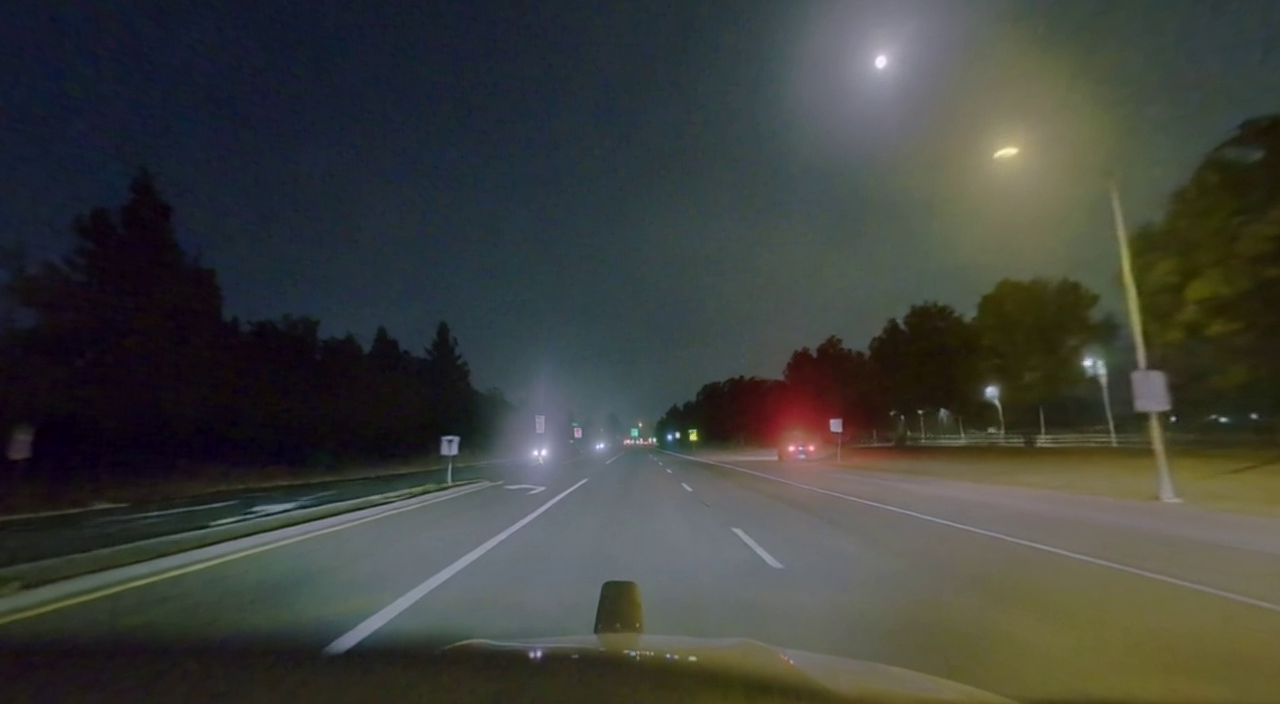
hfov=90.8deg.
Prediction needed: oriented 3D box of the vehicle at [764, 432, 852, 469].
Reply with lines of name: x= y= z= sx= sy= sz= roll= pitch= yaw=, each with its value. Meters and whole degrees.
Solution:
vehicle: x=12.254 y=7.207 z=46.401 sx=5.581 sy=1.926 sz=2.324 roll=-6 pitch=-6 yaw=-3
